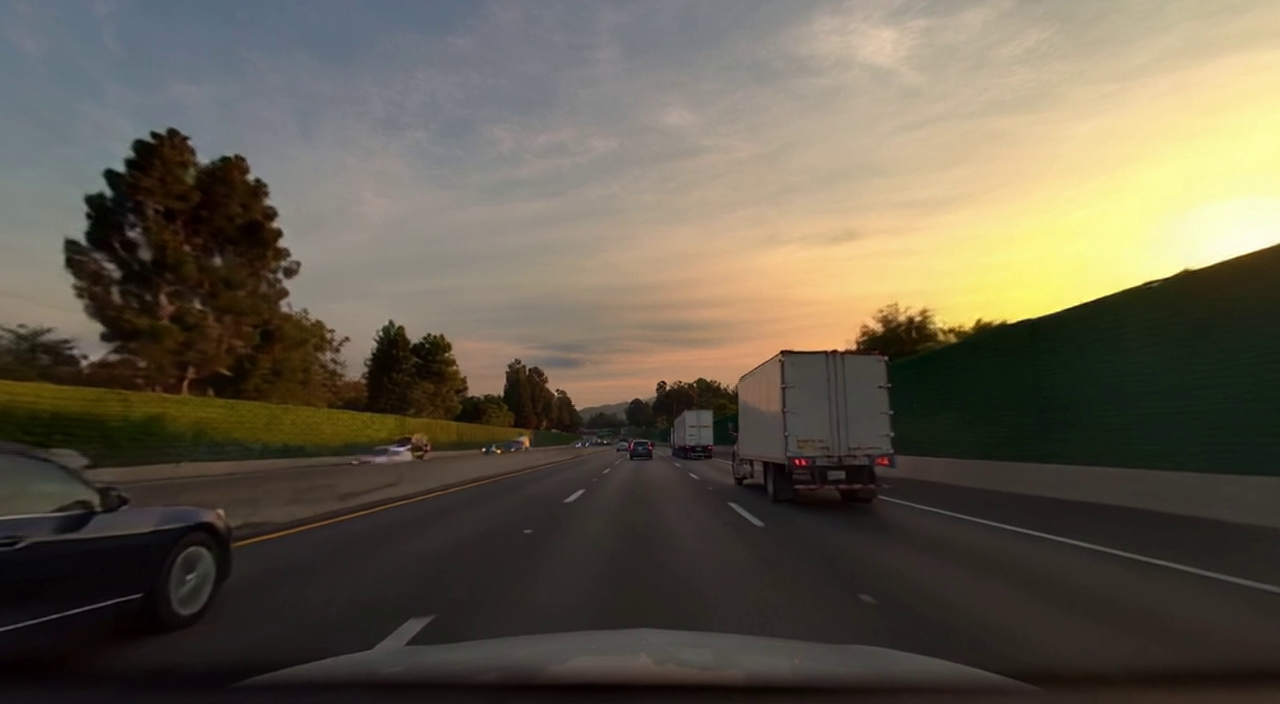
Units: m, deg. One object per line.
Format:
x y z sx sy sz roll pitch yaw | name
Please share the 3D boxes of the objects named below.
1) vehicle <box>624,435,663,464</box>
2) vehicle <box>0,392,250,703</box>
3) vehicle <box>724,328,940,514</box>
0.234 6.284 40.749 2.389 1.760 4.473 0 -8 0 | vehicle
-3.883 0.887 2.503 1.988 1.488 4.113 0 -8 0 | vehicle
4.039 1.821 15.658 2.742 3.383 8.285 0 -8 0 | vehicle
